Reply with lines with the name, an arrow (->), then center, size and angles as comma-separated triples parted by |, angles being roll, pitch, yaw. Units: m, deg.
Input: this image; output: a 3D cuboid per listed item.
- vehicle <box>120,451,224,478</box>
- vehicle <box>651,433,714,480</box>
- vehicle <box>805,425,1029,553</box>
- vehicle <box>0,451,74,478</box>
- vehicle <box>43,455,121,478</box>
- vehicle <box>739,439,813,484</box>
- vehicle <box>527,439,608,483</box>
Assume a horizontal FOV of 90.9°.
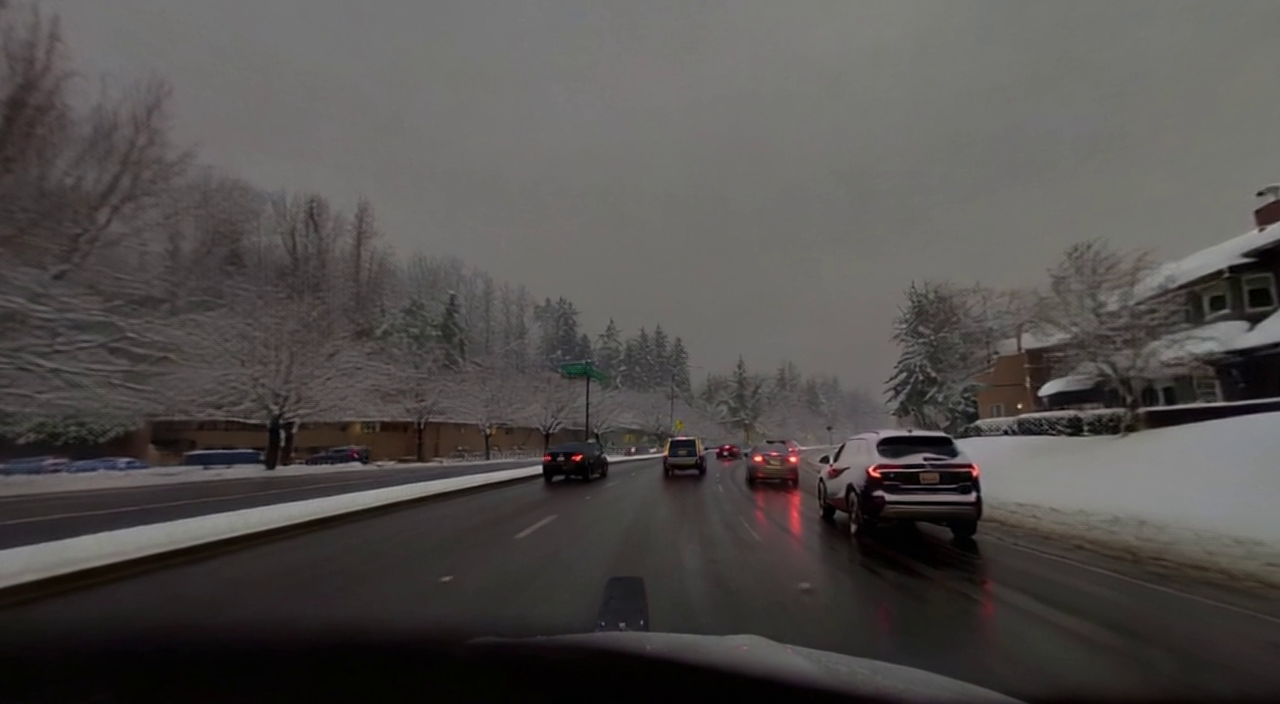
vehicle -> -27.496, 6.598, 37.197 | 1.816, 1.459, 4.453 | -5, -10, 30
vehicle -> 1.870, 4.339, 26.313 | 2.250, 1.768, 4.574 | -2, -9, 8
vehicle -> 3.843, 1.943, 9.478 | 1.859, 1.540, 3.454 | -1, -9, 2
vehicle -> -37.080, 6.766, 37.941 | 4.101, 1.535, 2.002 | 0, -8, 2
vehicle -> -35.969, 7.384, 40.660 | 3.413, 1.370, 1.645 | -1, -9, 2
vehicle -> 4.896, 3.990, 23.270 | 2.117, 1.472, 4.158 | -1, -9, 5
vehicle -> -2.581, 4.053, 23.677 | 2.006, 1.464, 4.586 | -1, -9, 7
